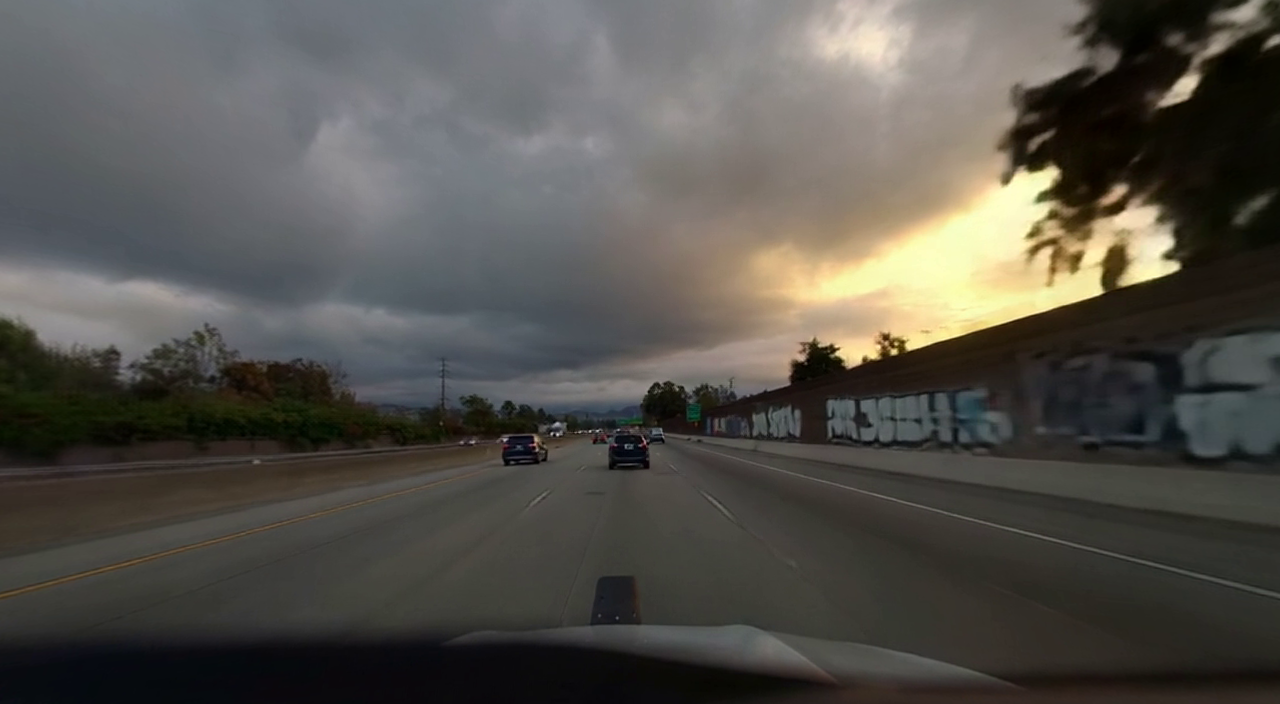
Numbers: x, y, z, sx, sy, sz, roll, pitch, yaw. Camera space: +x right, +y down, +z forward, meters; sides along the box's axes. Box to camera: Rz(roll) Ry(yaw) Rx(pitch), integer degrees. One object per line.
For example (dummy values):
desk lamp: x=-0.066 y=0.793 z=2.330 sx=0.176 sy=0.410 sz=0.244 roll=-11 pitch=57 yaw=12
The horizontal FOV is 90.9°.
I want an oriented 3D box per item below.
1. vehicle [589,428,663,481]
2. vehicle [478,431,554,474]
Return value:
vehicle: x=-0.444 y=3.123 z=19.513 sx=2.044 sy=1.477 sz=3.693 roll=0 pitch=-8 yaw=-2
vehicle: x=-4.607 y=3.797 z=24.120 sx=2.022 sy=1.440 sz=4.491 roll=0 pitch=-8 yaw=0
